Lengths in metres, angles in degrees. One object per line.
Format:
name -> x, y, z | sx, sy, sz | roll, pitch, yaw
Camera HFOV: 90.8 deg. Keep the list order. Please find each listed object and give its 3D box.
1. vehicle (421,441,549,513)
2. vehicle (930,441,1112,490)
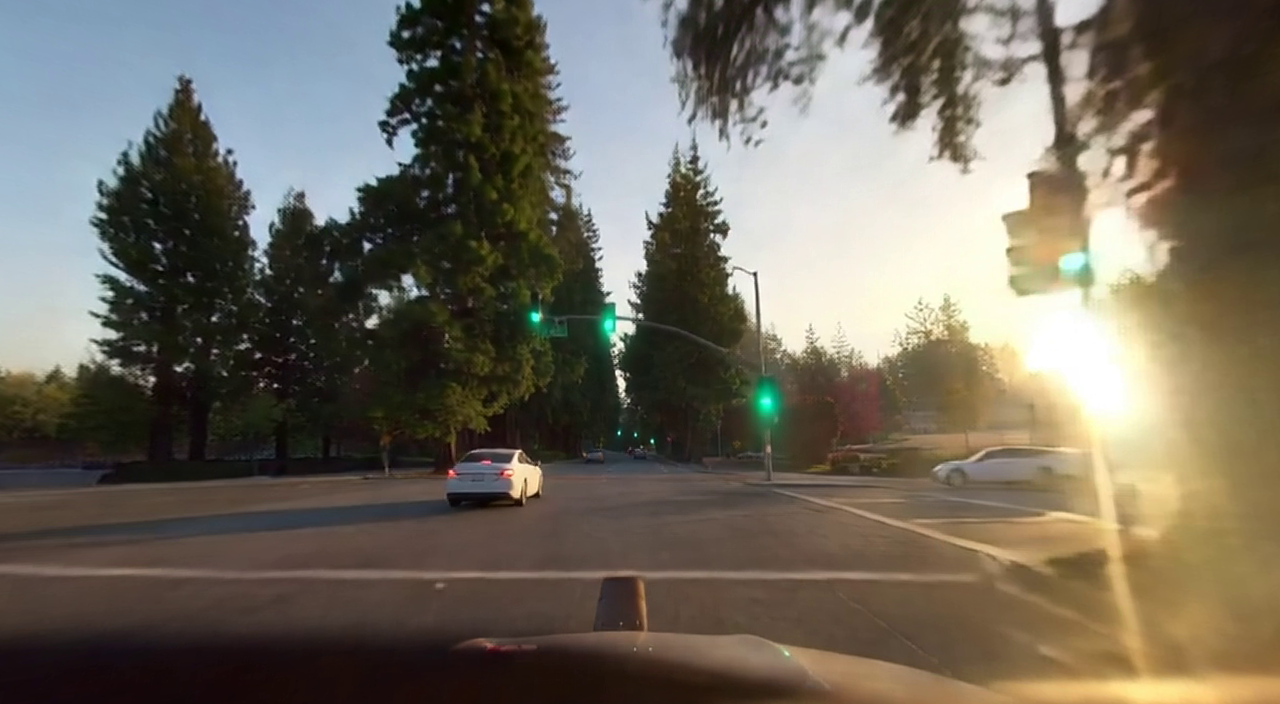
vehicle -> -3.541, 2.922, 15.364 | 1.968, 1.459, 4.433 | 0, -8, 0
vehicle -> 12.076, 3.605, 20.214 | 4.632, 1.473, 1.889 | 1, -8, -3
